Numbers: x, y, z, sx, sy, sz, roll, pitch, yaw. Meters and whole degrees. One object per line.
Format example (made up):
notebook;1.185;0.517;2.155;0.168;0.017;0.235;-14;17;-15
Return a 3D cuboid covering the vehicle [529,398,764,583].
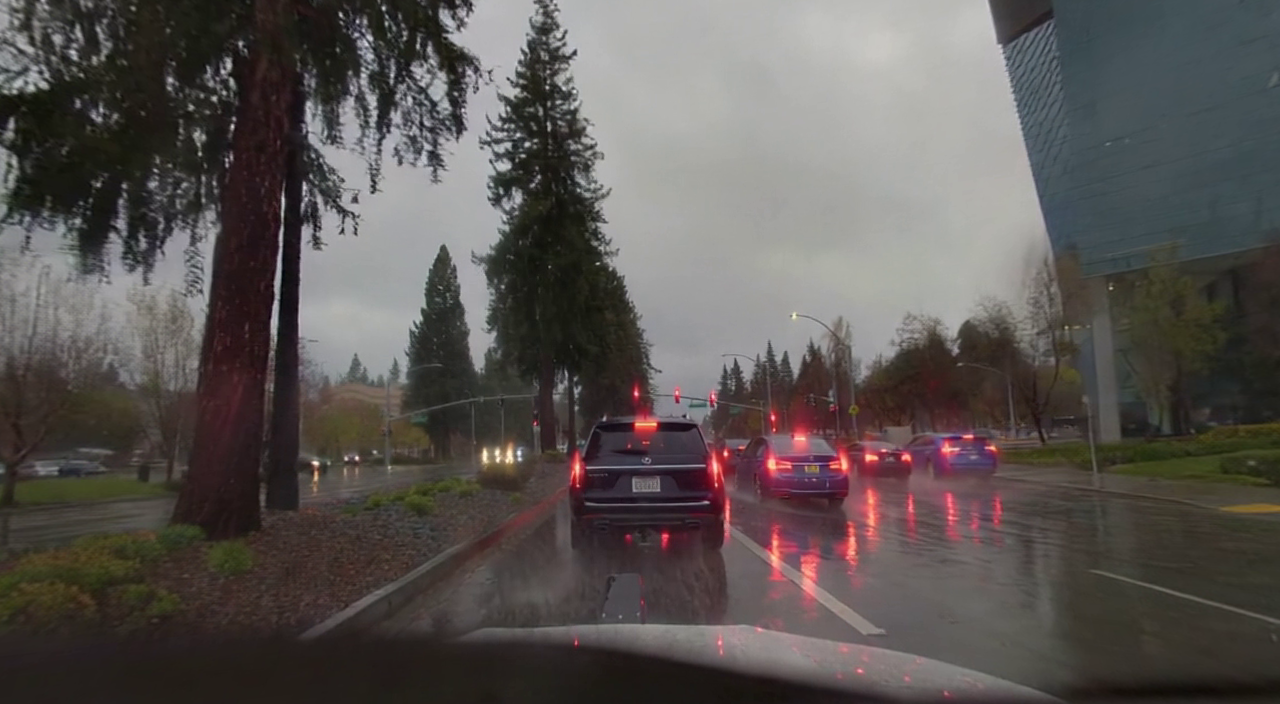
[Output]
vehicle;0.053;1.653;8.256;2.266;1.762;4.131;0;-9;0

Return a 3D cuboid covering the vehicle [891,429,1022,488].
vehicle;10.852;3.695;22.133;2.123;1.812;4.553;0;-9;-1

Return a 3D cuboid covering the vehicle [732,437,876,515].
vehicle;3.480;2.715;14.368;1.997;1.471;4.321;0;-9;-2
